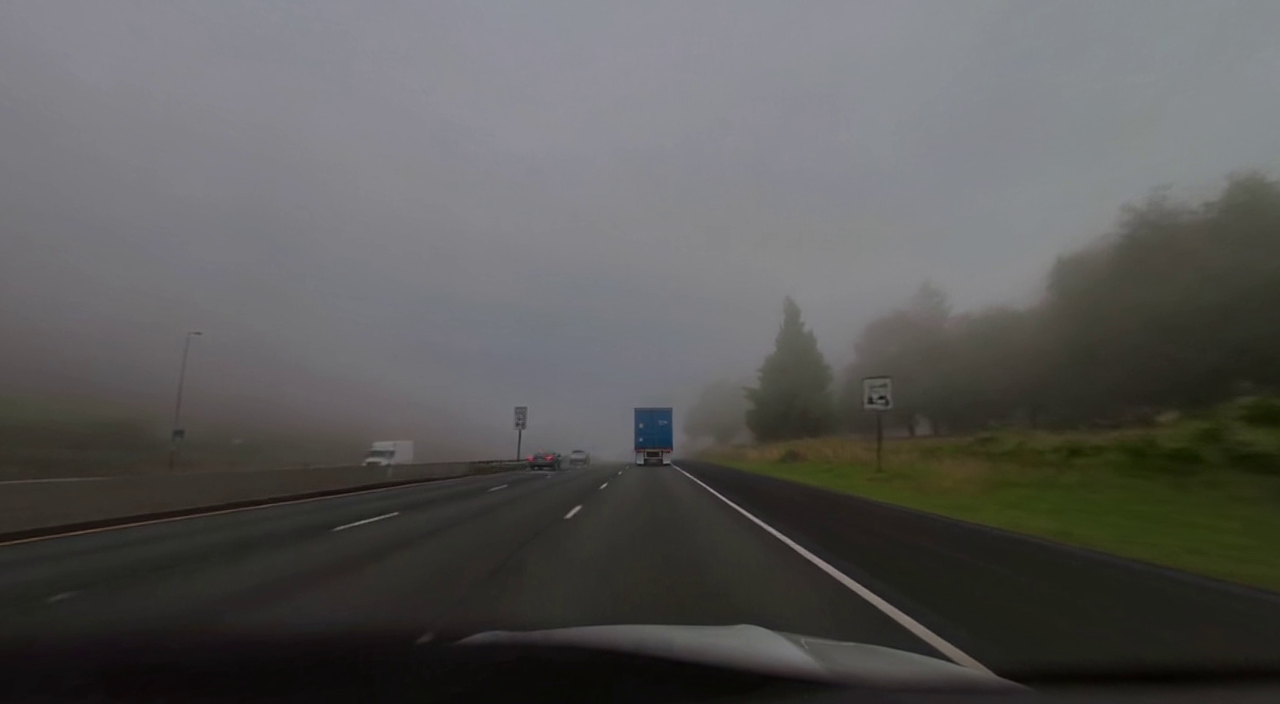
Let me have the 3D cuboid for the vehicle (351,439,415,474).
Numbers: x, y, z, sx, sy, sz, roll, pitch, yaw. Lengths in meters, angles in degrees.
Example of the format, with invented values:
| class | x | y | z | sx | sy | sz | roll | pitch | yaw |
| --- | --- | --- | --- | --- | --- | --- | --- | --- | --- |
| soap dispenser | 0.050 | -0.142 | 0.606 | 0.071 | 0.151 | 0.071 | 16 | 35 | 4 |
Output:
| class | x | y | z | sx | sy | sz | roll | pitch | yaw |
| --- | --- | --- | --- | --- | --- | --- | --- | --- | --- |
| vehicle | -19.889 | 8.112 | 49.102 | 2.292 | 2.558 | 5.893 | 0 | -9 | 2 |

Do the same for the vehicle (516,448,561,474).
| class | x | y | z | sx | sy | sz | roll | pitch | yaw |
| --- | --- | --- | --- | --- | --- | --- | --- | --- | --- |
| vehicle | -6.428 | 6.946 | 40.399 | 2.017 | 1.517 | 4.766 | 0 | -9 | 1 |
